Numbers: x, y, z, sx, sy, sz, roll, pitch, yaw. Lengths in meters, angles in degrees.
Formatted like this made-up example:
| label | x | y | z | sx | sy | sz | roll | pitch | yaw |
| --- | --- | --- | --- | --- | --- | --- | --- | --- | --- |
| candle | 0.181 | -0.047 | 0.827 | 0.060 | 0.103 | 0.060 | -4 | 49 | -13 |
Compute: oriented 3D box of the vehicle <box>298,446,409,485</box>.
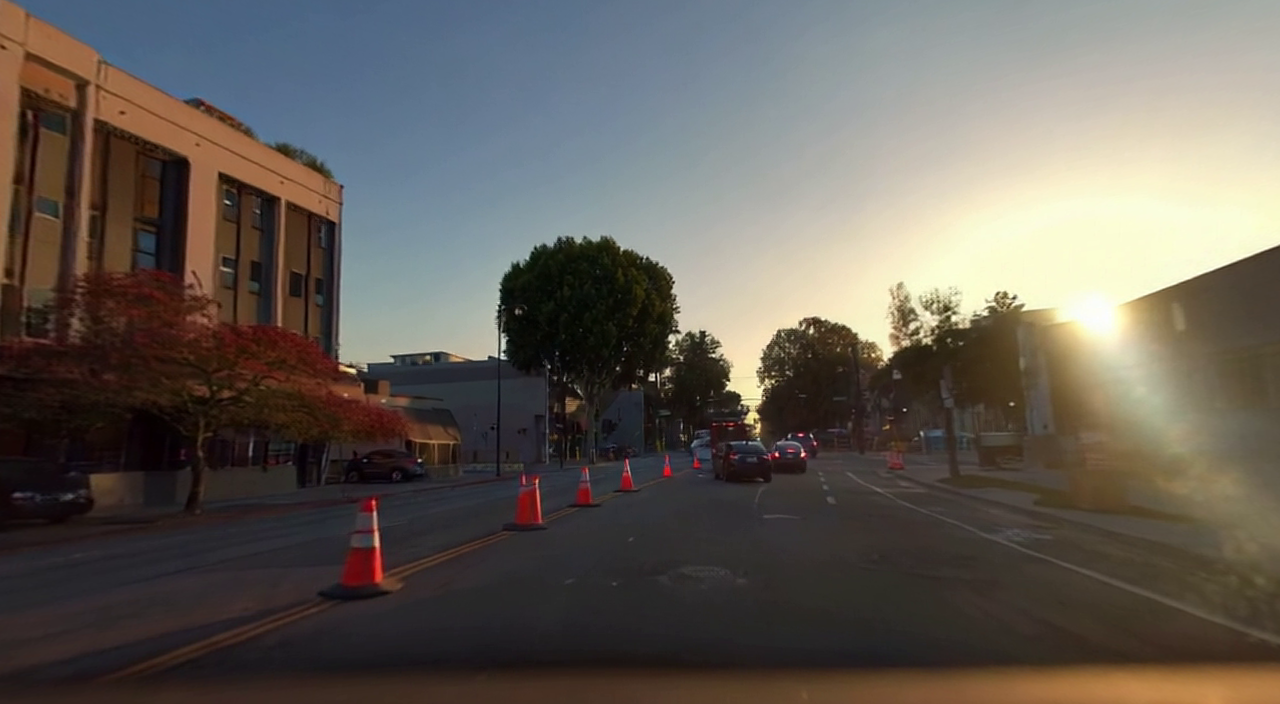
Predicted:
| label | x | y | z | sx | sy | sz | roll | pitch | yaw |
| --- | --- | --- | --- | --- | --- | --- | --- | --- | --- |
| vehicle | -13.555 | 5.345 | 30.008 | 4.397 | 1.698 | 1.932 | -2 | -9 | 12 |

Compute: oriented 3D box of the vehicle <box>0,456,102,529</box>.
| label | x | y | z | sx | sy | sz | roll | pitch | yaw |
| --- | --- | --- | --- | --- | --- | --- | --- | --- | --- |
| vehicle | -16.030 | 3.262 | 15.054 | 4.952 | 1.510 | 2.115 | -1 | -9 | 11 |

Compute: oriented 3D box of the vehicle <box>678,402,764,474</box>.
| label | x | y | z | sx | sy | sz | roll | pitch | yaw |
| --- | --- | --- | --- | --- | --- | --- | --- | --- | --- |
| vehicle | 4.917 | 4.877 | 35.449 | 2.977 | 3.271 | 12.748 | -2 | -9 | 15 |

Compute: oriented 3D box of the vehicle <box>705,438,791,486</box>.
| label | x | y | z | sx | sy | sz | roll | pitch | yaw |
| --- | --- | --- | --- | --- | --- | --- | --- | --- | --- |
| vehicle | 3.658 | 3.794 | 22.160 | 2.159 | 1.506 | 4.086 | 1 | -8 | -2 |

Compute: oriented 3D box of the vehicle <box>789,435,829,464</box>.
| label | x | y | z | sx | sy | sz | roll | pitch | yaw |
| --- | --- | --- | --- | --- | --- | --- | --- | --- | --- |
| vehicle | 12.081 | 6.919 | 44.956 | 2.110 | 1.942 | 4.376 | -3 | -9 | 22 |
